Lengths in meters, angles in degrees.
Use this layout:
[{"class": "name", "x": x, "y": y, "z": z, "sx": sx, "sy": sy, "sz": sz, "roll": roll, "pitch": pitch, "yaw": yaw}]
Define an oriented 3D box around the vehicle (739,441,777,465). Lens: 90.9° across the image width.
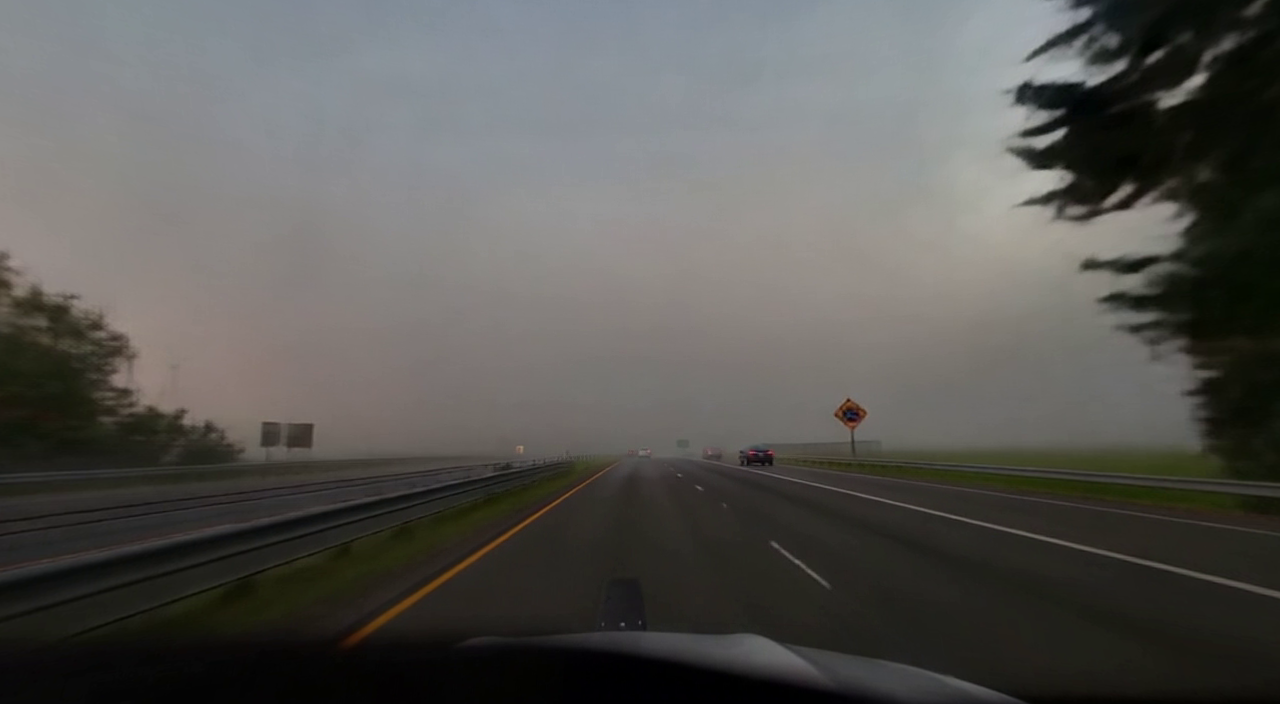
[{"class": "vehicle", "x": 8.633, "y": 7.451, "z": 46.434, "sx": 1.897, "sy": 1.669, "sz": 4.825, "roll": 1, "pitch": -9, "yaw": 0}]
